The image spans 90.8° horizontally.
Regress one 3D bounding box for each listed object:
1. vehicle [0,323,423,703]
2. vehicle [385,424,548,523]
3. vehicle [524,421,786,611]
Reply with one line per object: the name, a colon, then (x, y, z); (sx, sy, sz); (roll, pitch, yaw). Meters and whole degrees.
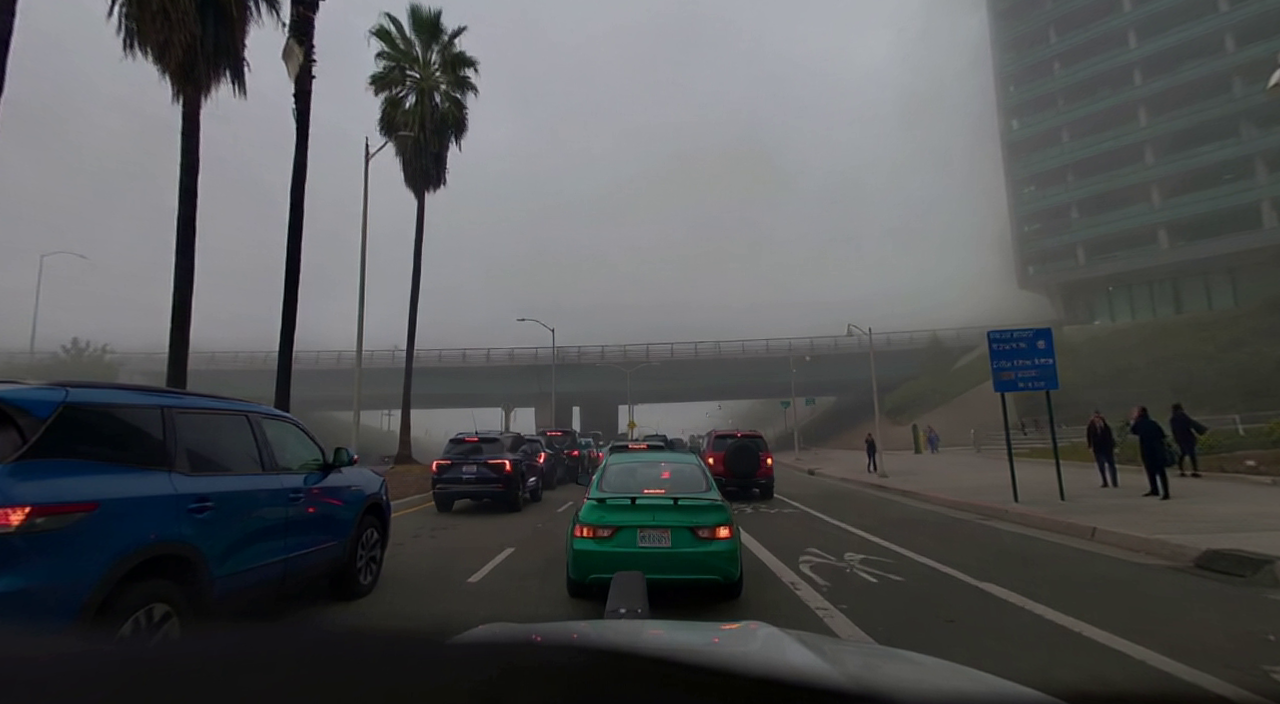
vehicle: (-3.266, 1.064, 4.192); (2.014, 1.740, 4.359); (0, -8, 1)
vehicle: (-3.195, 2.328, 12.592); (1.955, 1.637, 4.032); (0, -8, 2)
vehicle: (0.101, 1.591, 7.053); (2.036, 1.461, 4.129); (0, -8, 0)
